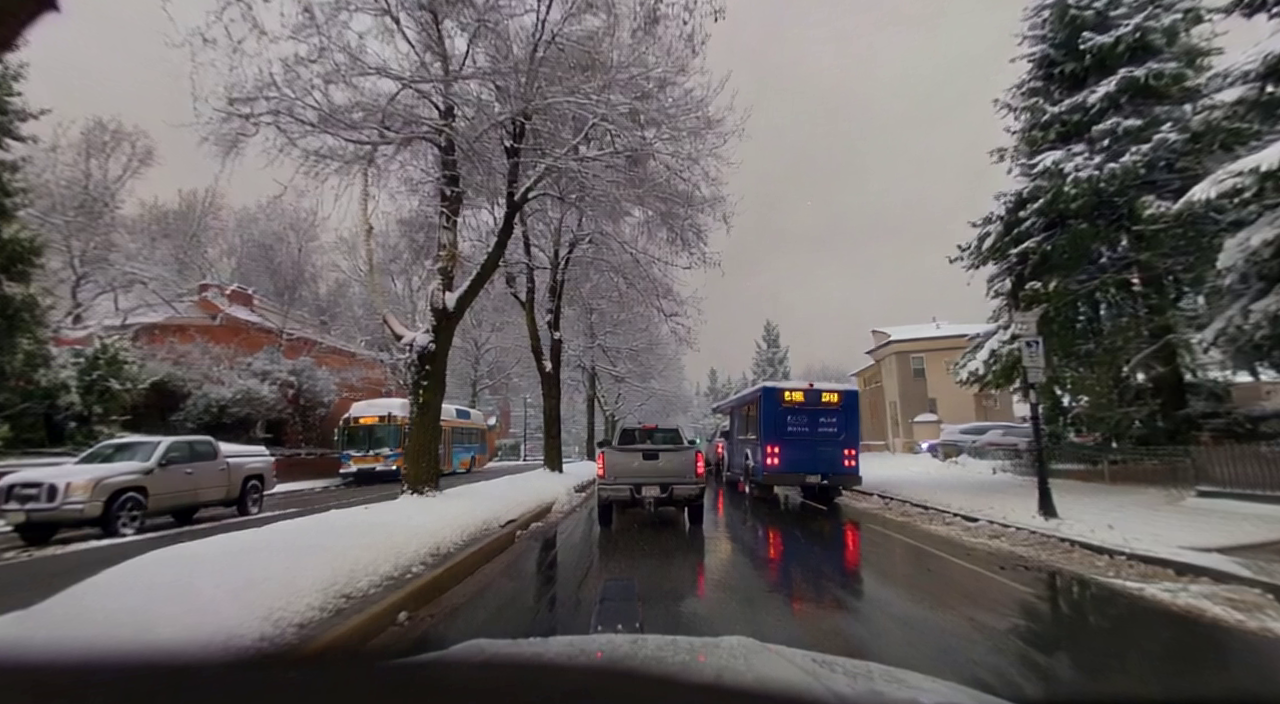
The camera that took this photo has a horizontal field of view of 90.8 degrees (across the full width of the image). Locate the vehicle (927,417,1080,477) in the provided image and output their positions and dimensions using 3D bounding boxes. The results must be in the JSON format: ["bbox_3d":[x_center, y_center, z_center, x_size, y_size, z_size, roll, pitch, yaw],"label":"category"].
[{"bbox_3d":[14.688,3.850,25.795,4.697,1.908,2.243,-5,-8,1],"label":"vehicle"}]

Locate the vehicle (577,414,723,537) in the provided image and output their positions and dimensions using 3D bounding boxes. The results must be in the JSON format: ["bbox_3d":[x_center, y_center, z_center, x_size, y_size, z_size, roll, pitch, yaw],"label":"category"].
[{"bbox_3d":[0.130,2.266,12.341,2.157,1.816,5.804,0,-8,0],"label":"vehicle"}]

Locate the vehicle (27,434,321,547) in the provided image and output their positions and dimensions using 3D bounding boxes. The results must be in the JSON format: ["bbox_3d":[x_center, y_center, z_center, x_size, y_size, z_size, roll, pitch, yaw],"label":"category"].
[{"bbox_3d":[-8.421,2.486,12.160,2.028,1.728,4.630,0,-8,1],"label":"vehicle"}]

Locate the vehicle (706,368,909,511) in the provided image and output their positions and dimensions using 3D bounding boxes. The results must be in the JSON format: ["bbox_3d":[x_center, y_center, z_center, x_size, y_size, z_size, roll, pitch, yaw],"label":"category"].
[{"bbox_3d":[4.137,2.643,18.891,3.088,3.057,10.503,0,-8,-1],"label":"vehicle"}]

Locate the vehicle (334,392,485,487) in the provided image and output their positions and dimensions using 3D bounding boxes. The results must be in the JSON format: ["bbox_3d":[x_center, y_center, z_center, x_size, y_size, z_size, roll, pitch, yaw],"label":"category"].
[{"bbox_3d":[-11.433,4.684,33.447,2.996,4.022,12.692,0,-8,1],"label":"vehicle"}]
